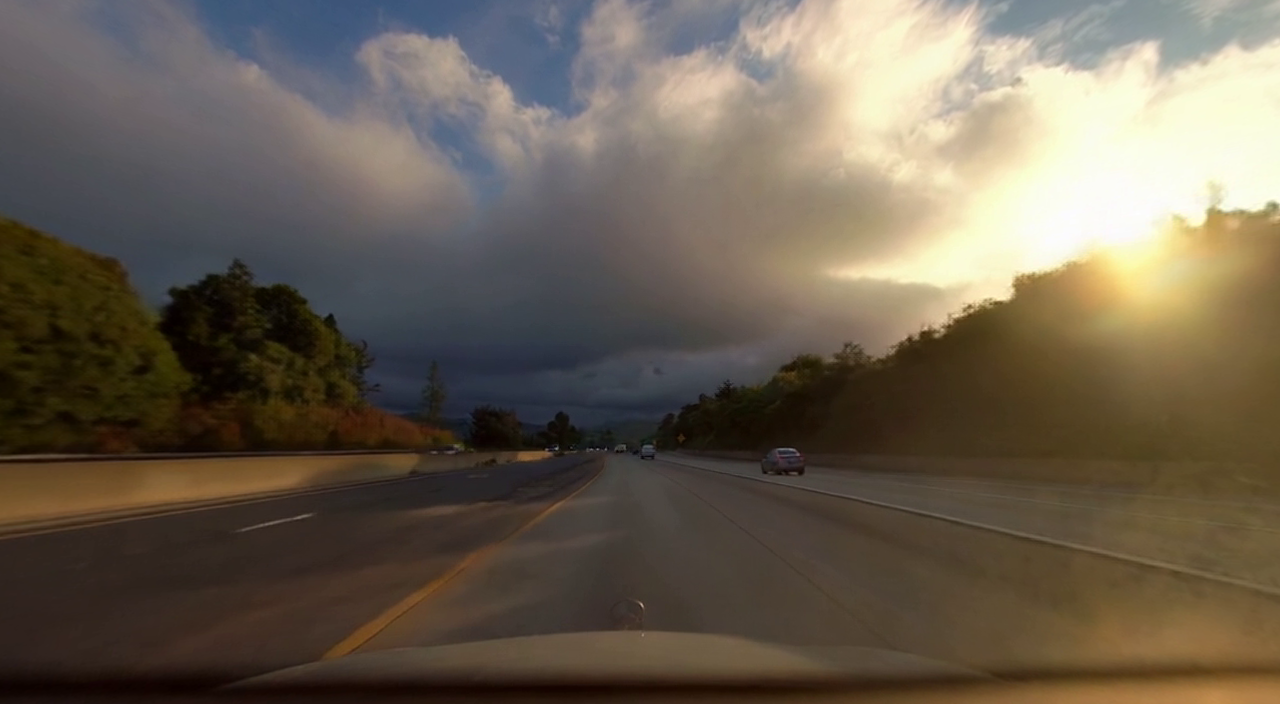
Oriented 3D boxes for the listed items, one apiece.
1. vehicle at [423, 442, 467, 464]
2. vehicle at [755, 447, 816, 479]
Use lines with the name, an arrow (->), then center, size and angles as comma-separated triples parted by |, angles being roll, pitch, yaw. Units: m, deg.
vehicle -> -13.640, 7.092, 44.175 | 1.851, 1.486, 4.205 | 0, -9, -1
vehicle -> 7.197, 5.515, 31.482 | 1.942, 1.462, 3.926 | 0, -9, -2
